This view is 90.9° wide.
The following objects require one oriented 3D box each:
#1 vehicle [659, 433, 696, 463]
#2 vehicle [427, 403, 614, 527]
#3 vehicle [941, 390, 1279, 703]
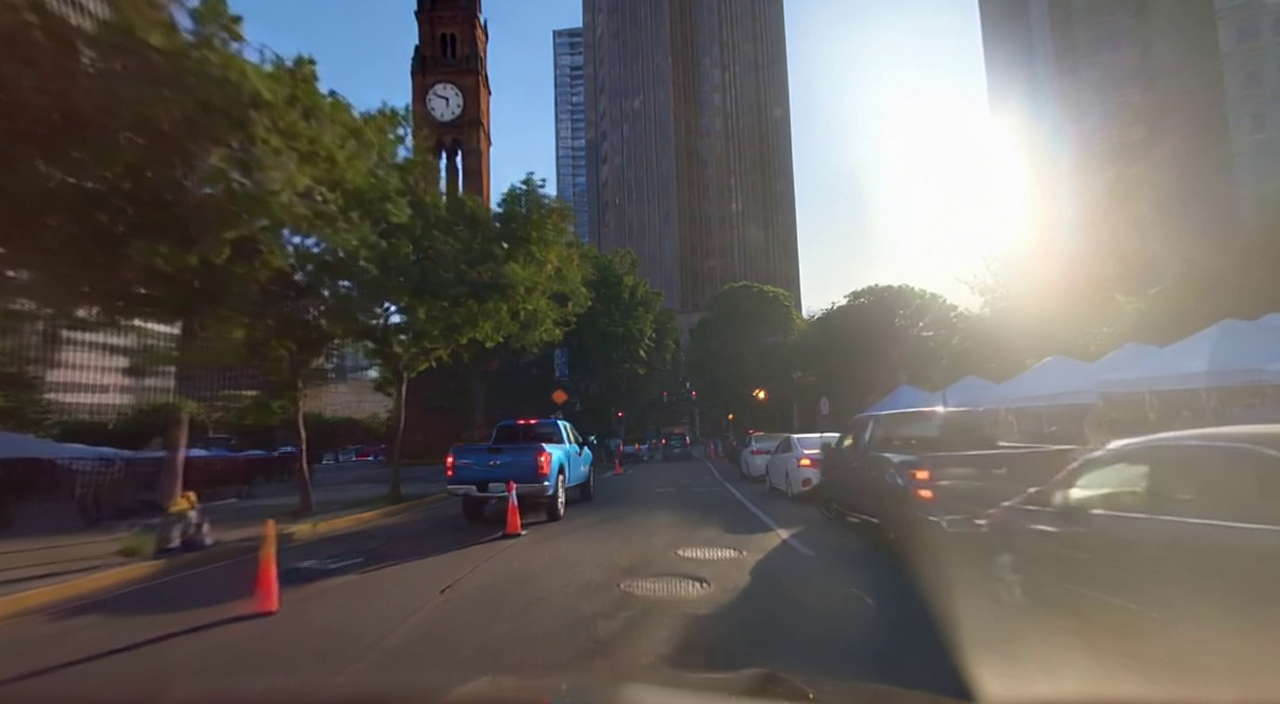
[{"bbox_3d":[2.410,6.177,40.737,2.183,1.784,4.317,-1,-8,3],"label":"vehicle"},{"bbox_3d":[-2.032,2.215,12.939,2.452,1.954,5.653,-1,-8,3],"label":"vehicle"},{"bbox_3d":[3.740,0.968,3.030,2.212,1.493,4.795,0,-8,0],"label":"vehicle"}]
